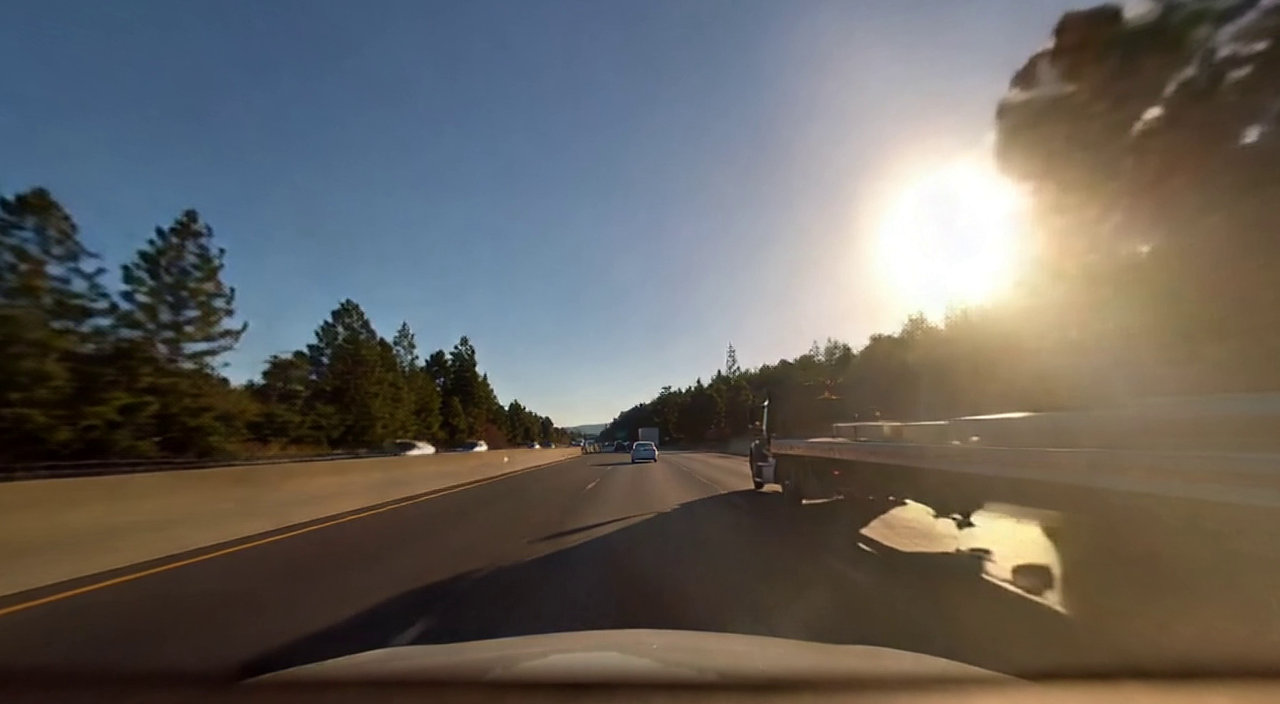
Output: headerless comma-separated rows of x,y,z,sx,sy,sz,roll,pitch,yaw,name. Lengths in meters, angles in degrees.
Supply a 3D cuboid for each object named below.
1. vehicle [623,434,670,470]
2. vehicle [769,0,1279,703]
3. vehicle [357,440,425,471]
0.407,4.934,31.227,2.139,1.607,4.034,-1,-8,4,vehicle
4.097,0.006,5.209,3.005,4.131,14.221,0,-8,0,vehicle
-14.115,5.878,35.932,2.004,1.635,4.411,0,-8,1,vehicle
